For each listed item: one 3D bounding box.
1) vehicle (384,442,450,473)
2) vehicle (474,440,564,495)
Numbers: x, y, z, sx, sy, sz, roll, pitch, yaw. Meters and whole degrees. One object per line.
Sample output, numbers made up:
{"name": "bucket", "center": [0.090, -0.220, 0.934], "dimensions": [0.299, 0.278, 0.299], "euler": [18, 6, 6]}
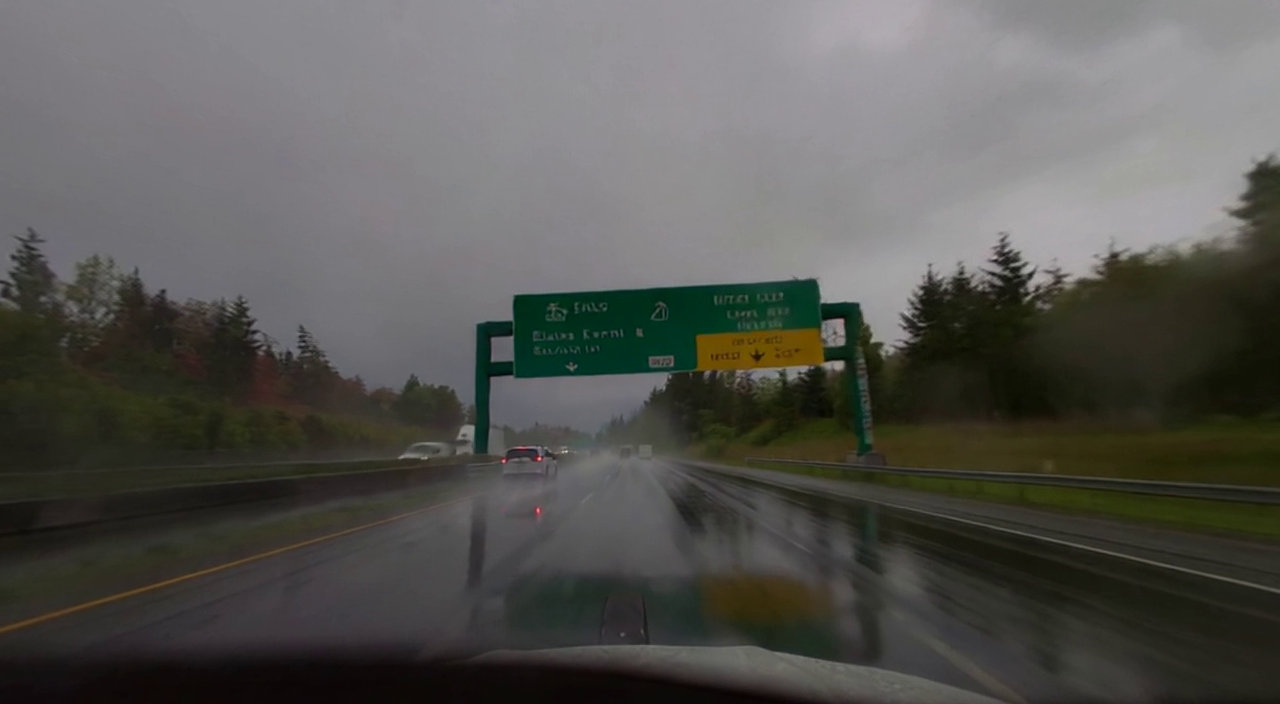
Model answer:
{"name": "vehicle", "center": [-11.778, 5.589, 33.627], "dimensions": [1.925, 1.519, 4.505], "euler": [0, -9, 0]}
{"name": "vehicle", "center": [-3.800, 3.721, 20.612], "dimensions": [2.028, 1.584, 4.481], "euler": [0, -9, 0]}
